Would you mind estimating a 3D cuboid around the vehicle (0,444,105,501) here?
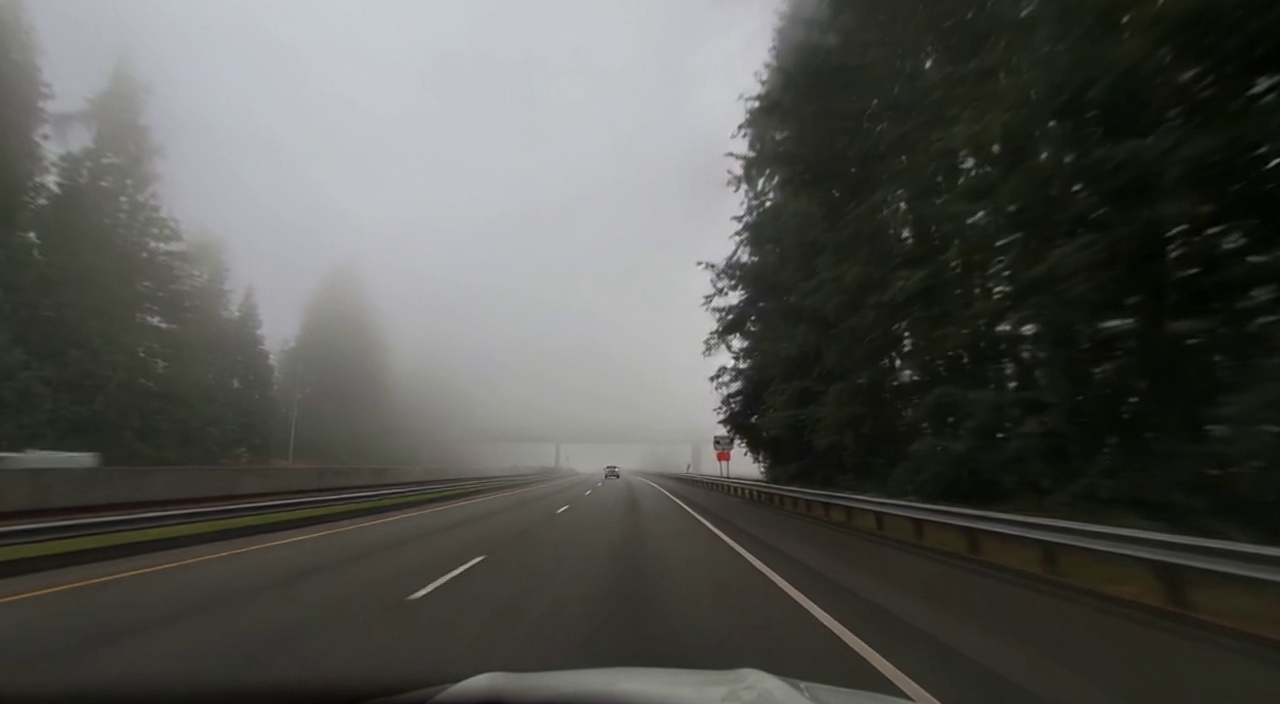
[{"bbox_3d":[-18.076,3.361,17.659,2.080,1.488,4.621,1,-11,0],"label":"vehicle"}]
